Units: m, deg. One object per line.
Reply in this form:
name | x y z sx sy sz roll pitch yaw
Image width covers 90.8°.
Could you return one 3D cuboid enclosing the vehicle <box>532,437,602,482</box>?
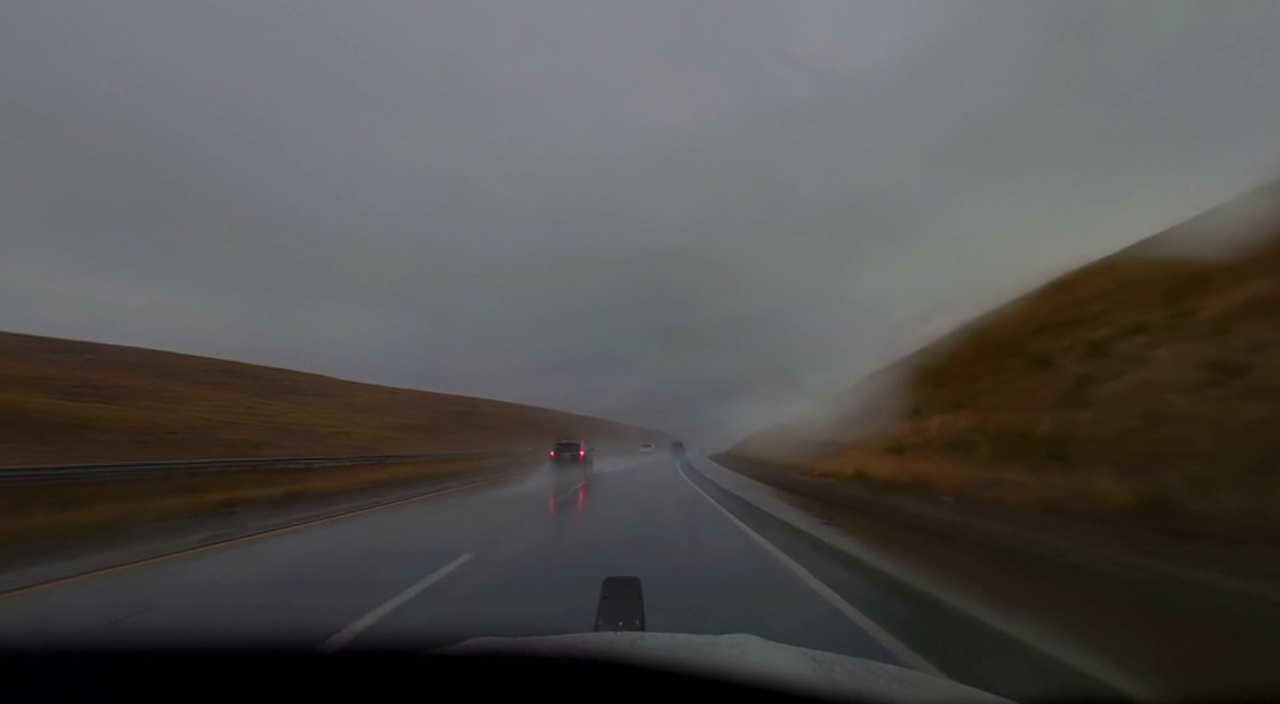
vehicle | -2.998 4.557 27.013 2.252 1.743 4.560 -1 -9 3
